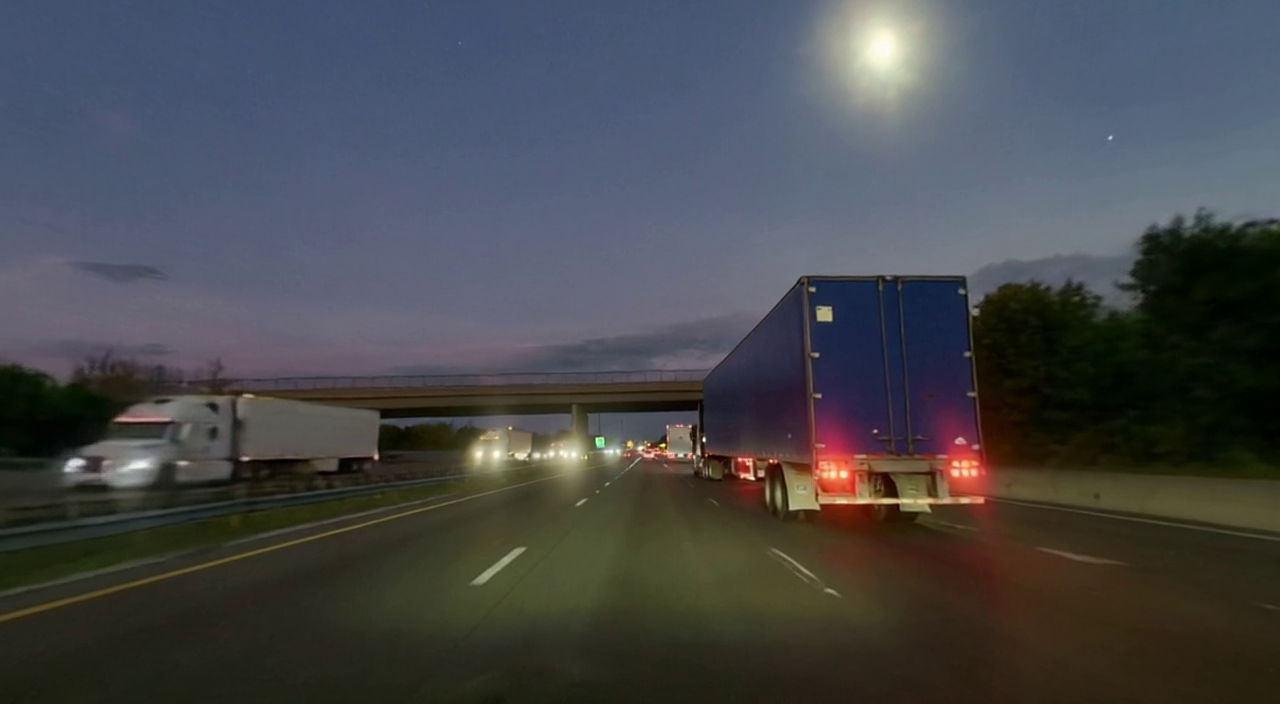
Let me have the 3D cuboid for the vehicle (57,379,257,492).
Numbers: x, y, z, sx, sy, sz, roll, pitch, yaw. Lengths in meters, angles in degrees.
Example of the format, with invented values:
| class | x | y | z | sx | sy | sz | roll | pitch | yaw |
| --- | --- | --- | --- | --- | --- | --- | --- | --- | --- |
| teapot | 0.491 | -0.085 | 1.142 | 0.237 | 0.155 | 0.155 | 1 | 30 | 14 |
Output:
| class | x | y | z | sx | sy | sz | roll | pitch | yaw |
| --- | --- | --- | --- | --- | --- | --- | --- | --- | --- |
| vehicle | -18.746 | 3.386 | 25.106 | 2.994 | 3.938 | 5.901 | 0 | -9 | 0 |

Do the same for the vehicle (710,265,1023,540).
| class | x | y | z | sx | sy | sz | roll | pitch | yaw |
| --- | --- | --- | --- | --- | --- | --- | --- | --- | --- |
| vehicle | 4.046 | 1.772 | 16.308 | 2.825 | 4.054 | 14.210 | 0 | -9 | 0 |
